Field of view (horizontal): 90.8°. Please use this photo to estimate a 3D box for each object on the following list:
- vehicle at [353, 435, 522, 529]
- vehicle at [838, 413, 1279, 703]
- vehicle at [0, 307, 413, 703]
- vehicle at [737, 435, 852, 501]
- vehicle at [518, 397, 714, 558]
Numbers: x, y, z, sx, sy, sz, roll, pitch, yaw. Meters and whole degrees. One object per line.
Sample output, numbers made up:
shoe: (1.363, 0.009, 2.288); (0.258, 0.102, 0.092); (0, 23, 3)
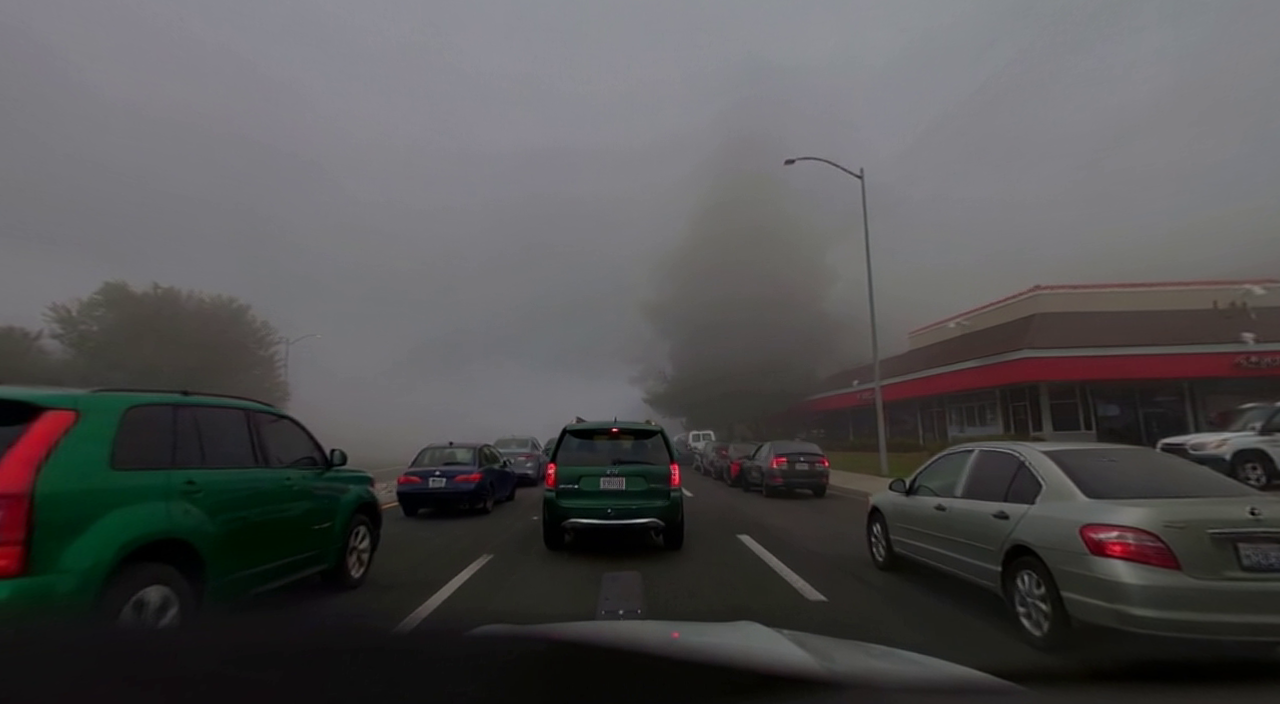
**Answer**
vehicle: (-3.565, 2.354, 12.031); (1.849, 1.451, 4.218); (0, -9, -1)
vehicle: (3.382, 1.381, 5.411); (1.900, 1.477, 4.352); (0, -9, -1)
vehicle: (-3.609, 1.068, 4.554); (2.231, 1.853, 4.461); (0, -9, 0)
vehicle: (3.900, 3.000, 16.754); (1.875, 1.521, 4.192); (0, -9, -2)
vehicle: (-0.314, 1.754, 9.422); (2.238, 1.825, 4.190); (0, -9, -1)
